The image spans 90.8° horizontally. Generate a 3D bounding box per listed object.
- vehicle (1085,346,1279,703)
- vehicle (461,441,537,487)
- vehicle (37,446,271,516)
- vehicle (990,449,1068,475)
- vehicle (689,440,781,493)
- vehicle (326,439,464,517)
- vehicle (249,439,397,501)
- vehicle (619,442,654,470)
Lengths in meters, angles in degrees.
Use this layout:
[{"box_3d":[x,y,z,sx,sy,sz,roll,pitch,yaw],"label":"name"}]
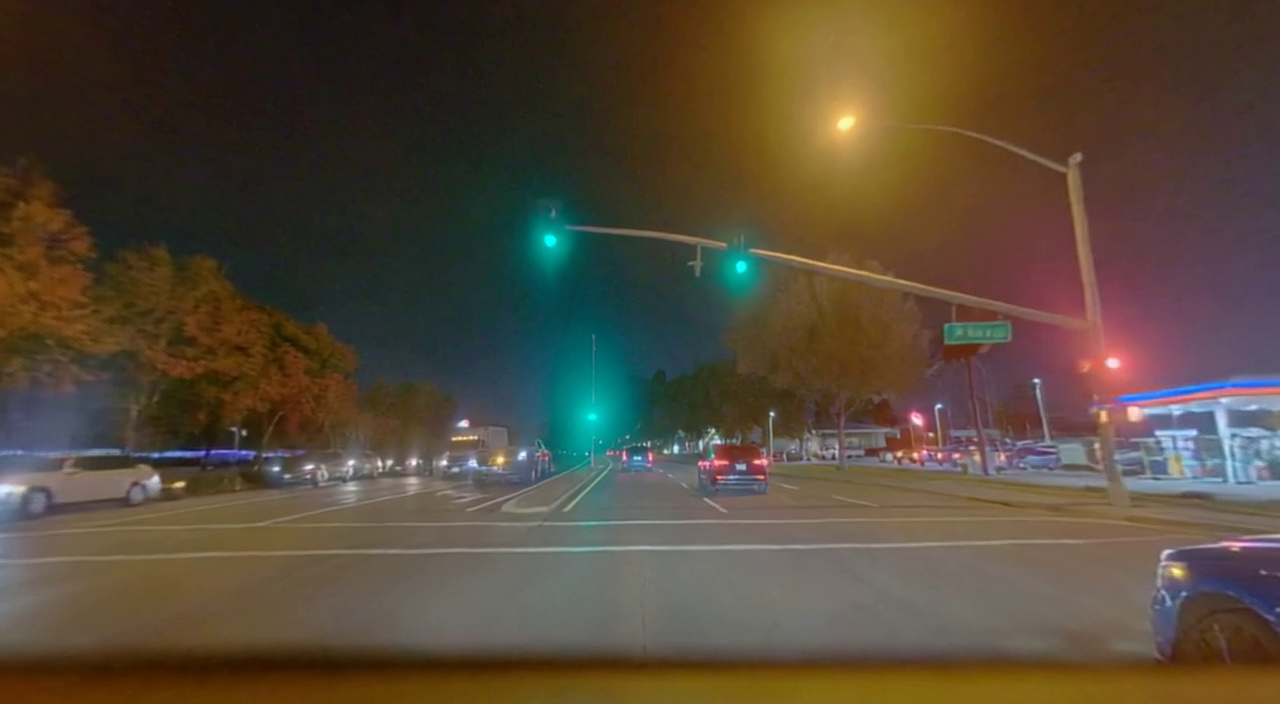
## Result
[{"box_3d":[3.640,0.604,1.036,2.117,1.689,5.113,0,-8,1],"label":"vehicle"},{"box_3d":[-5.150,4.102,23.671,1.953,1.526,4.349,0,-8,-1],"label":"vehicle"},{"box_3d":[-12.399,3.279,16.741,2.186,1.532,5.087,0,-8,-1],"label":"vehicle"},{"box_3d":[24.276,6.853,39.630,1.894,1.485,4.606,0,-8,-1],"label":"vehicle"},{"box_3d":[2.853,3.576,20.105,2.061,1.487,4.462,0,-8,-3],"label":"vehicle"},{"box_3d":[-5.437,2.798,14.690,1.972,1.466,4.493,2,-8,-8],"label":"vehicle"},{"box_3d":[-8.974,3.348,18.435,2.165,1.557,4.515,0,-9,-3],"label":"vehicle"},{"box_3d":[-0.255,6.373,38.780,2.029,1.605,3.827,0,-8,-2],"label":"vehicle"}]
